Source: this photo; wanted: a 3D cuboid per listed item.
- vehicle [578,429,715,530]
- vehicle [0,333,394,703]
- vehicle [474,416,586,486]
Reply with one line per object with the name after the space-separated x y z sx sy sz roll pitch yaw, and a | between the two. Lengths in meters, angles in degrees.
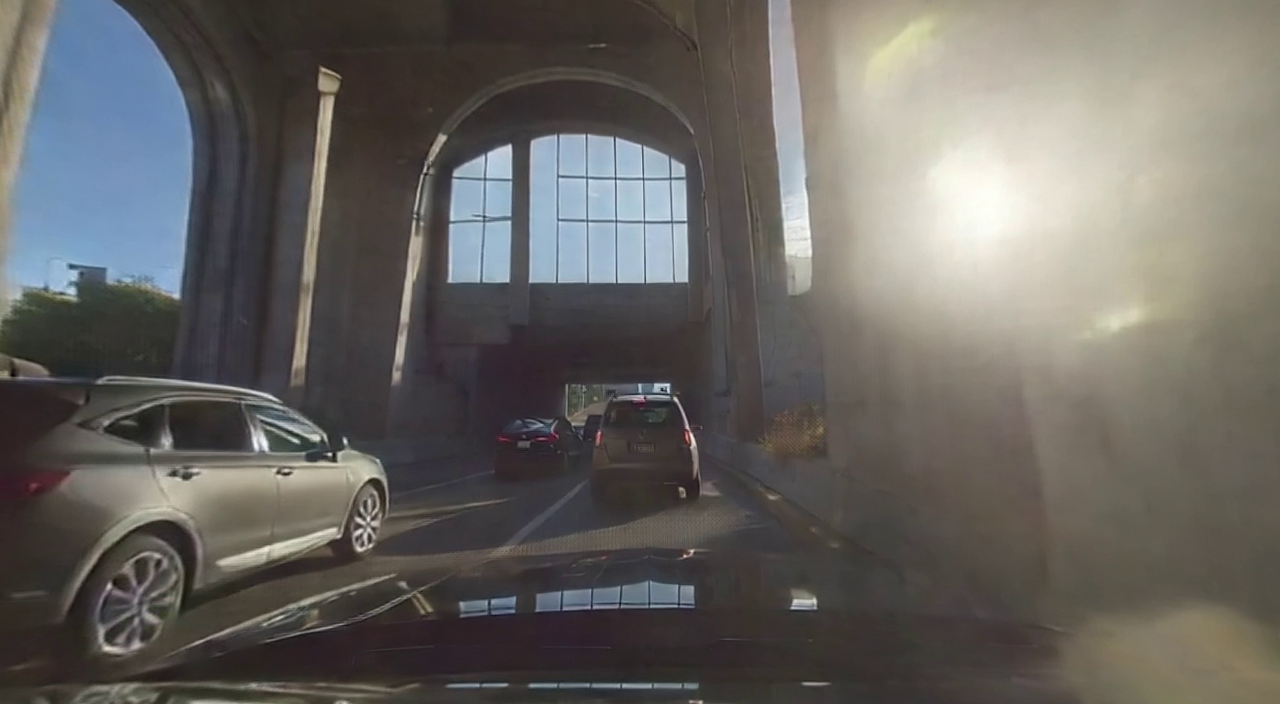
0.130 2.191 11.403 2.020 1.478 4.092 0 -8 1 | vehicle
-3.534 1.037 3.997 2.017 1.761 4.572 0 -8 1 | vehicle
-3.321 3.185 20.462 2.329 1.948 5.800 -1 -8 3 | vehicle
